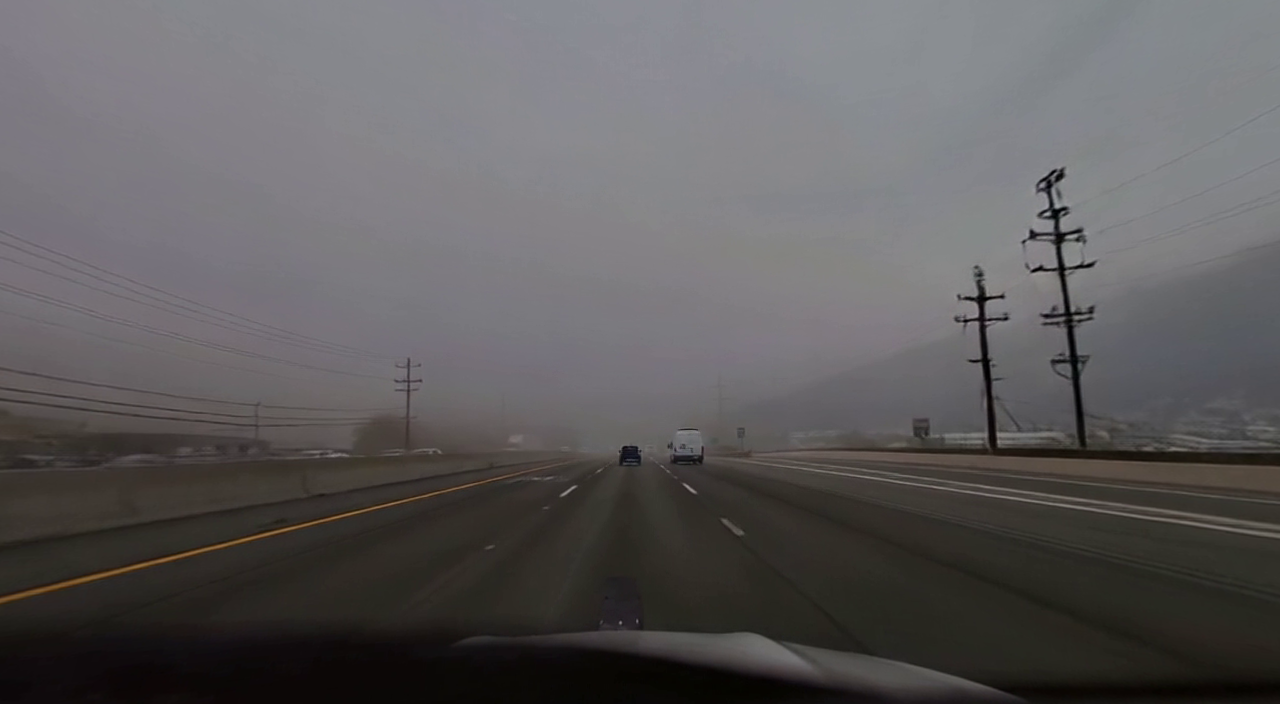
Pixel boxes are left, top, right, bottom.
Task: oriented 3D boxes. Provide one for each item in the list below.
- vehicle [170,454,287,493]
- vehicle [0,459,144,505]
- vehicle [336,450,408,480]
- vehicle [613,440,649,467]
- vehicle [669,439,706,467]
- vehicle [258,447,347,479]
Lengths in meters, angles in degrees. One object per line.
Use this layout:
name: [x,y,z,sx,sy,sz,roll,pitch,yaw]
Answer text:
vehicle: [-17.439,5.121,27.085,1.903,1.482,4.623,0,-9,0]
vehicle: [-21.402,4.810,23.738,1.846,1.479,4.524,0,-9,-1]
vehicle: [-14.093,5.968,33.540,1.894,1.454,4.454,0,-9,0]
vehicle: [-0.594,6.896,42.890,2.325,1.712,4.592,0,-9,-1]
vehicle: [3.210,6.931,43.510,2.036,1.796,4.470,0,-9,-2]
vehicle: [-21.617,7.115,40.880,2.345,1.875,6.106,0,-9,0]
